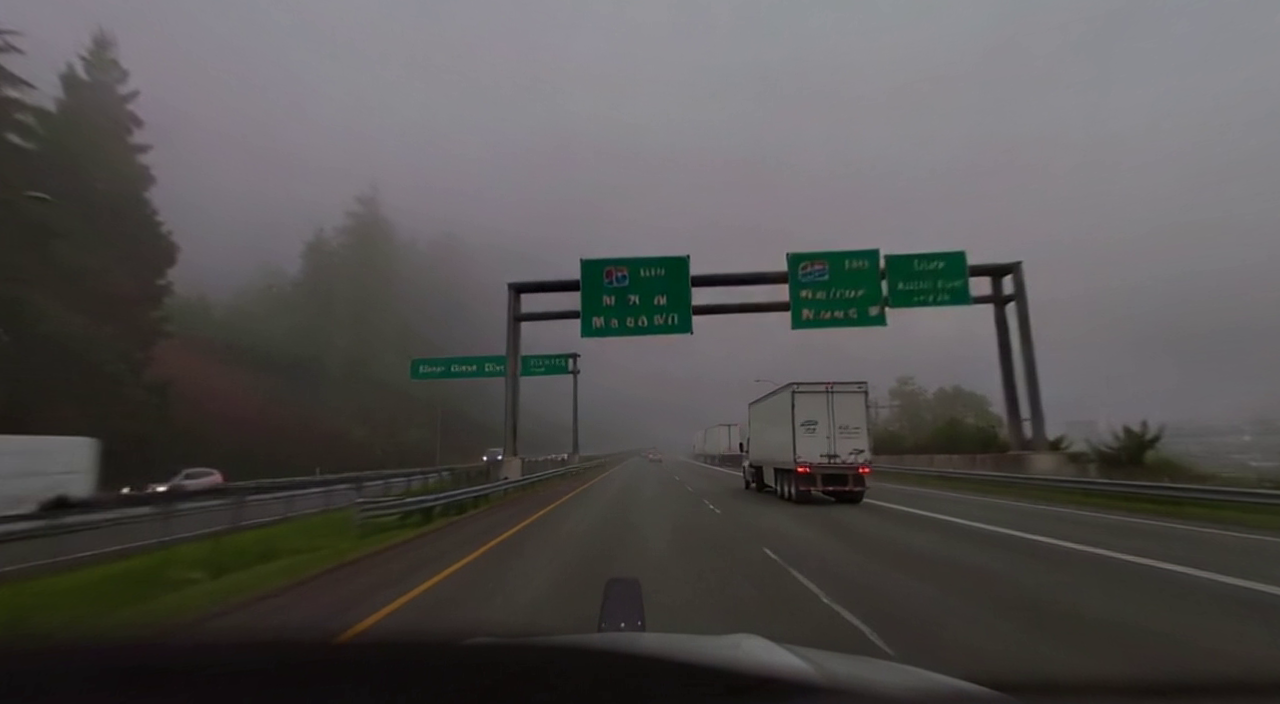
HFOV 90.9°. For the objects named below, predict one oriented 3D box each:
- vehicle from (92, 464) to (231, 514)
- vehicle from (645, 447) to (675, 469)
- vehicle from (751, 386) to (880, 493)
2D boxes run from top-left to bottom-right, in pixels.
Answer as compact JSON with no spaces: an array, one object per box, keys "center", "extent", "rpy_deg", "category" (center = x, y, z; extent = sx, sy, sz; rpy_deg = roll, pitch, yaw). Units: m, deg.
[{"center":[-17.206,4.907,22.942],"extent":[1.865,1.513,3.969],"rpy_deg":[0,-9,0],"category":"vehicle"},{"center":[1.454,7.677,45.671],"extent":[2.049,1.500,3.790],"rpy_deg":[0,-9,2],"category":"vehicle"},{"center":[6.209,3.309,23.648],"extent":[2.743,3.367,7.306],"rpy_deg":[0,-9,0],"category":"vehicle"}]
